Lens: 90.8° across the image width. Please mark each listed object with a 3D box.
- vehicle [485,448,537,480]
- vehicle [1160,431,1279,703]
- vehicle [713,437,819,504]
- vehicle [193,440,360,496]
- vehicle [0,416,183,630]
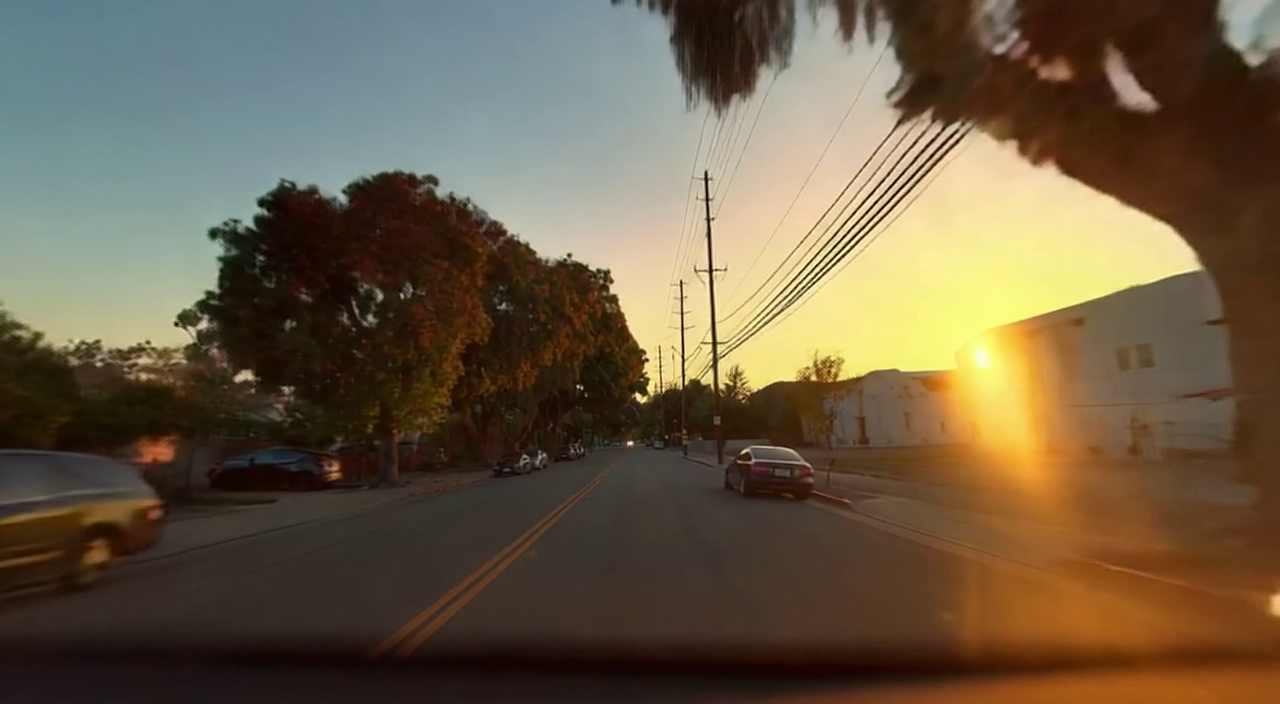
[{"bbox_3d":[-6.768,5.911,33.590,1.815,1.402,4.559,-4,-8,-2],"label":"vehicle"},{"bbox_3d":[3.430,0.761,0.776,1.802,1.382,4.300,0,-8,-2],"label":"vehicle"},{"bbox_3d":[3.107,2.986,16.377,1.843,1.495,3.930,0,-8,-1],"label":"vehicle"},{"bbox_3d":[-12.464,3.982,21.916,4.502,1.813,1.948,0,-8,-1],"label":"vehicle"},{"bbox_3d":[-6.602,1.526,5.404,2.059,1.831,4.590,-3,-8,-1],"label":"vehicle"}]
